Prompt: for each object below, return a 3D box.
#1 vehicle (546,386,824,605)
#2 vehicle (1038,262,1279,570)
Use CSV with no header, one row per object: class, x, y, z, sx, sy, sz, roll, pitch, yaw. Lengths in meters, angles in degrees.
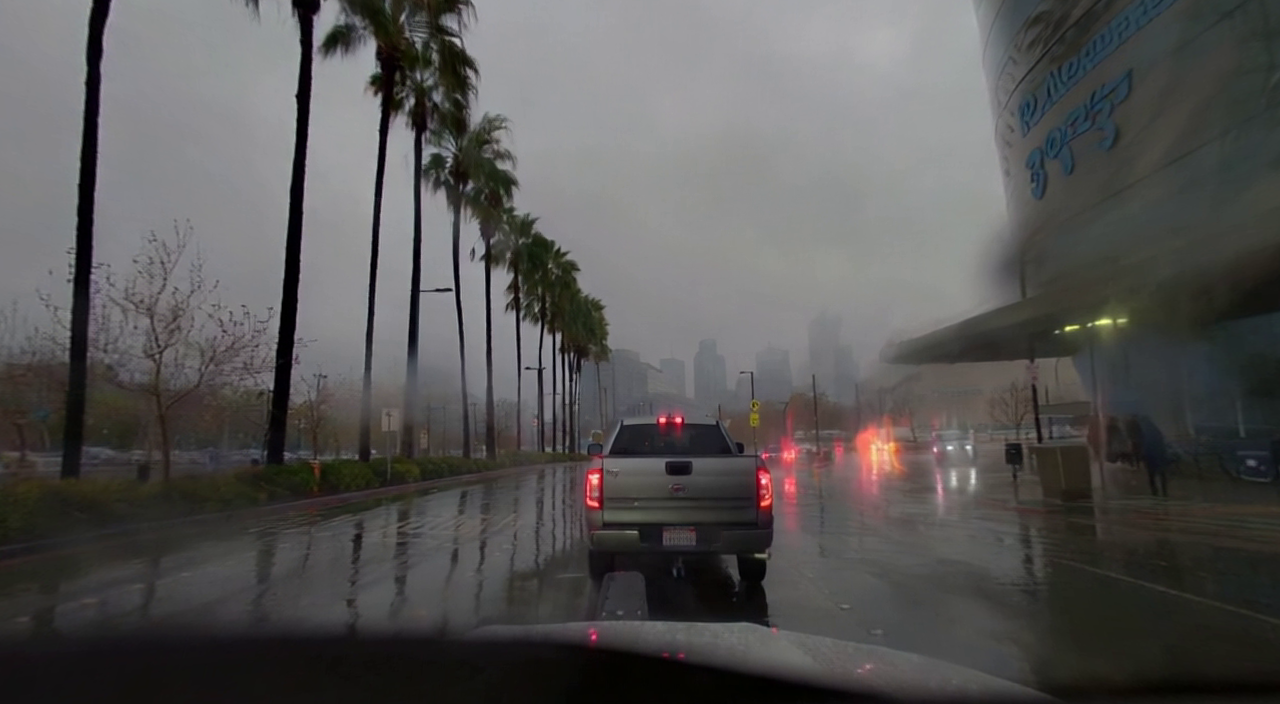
vehicle,0.407,1.589,7.992,2.311,1.819,5.255,0,-8,1
vehicle,7.894,0.893,8.600,2.666,3.345,3.622,-1,-9,7
